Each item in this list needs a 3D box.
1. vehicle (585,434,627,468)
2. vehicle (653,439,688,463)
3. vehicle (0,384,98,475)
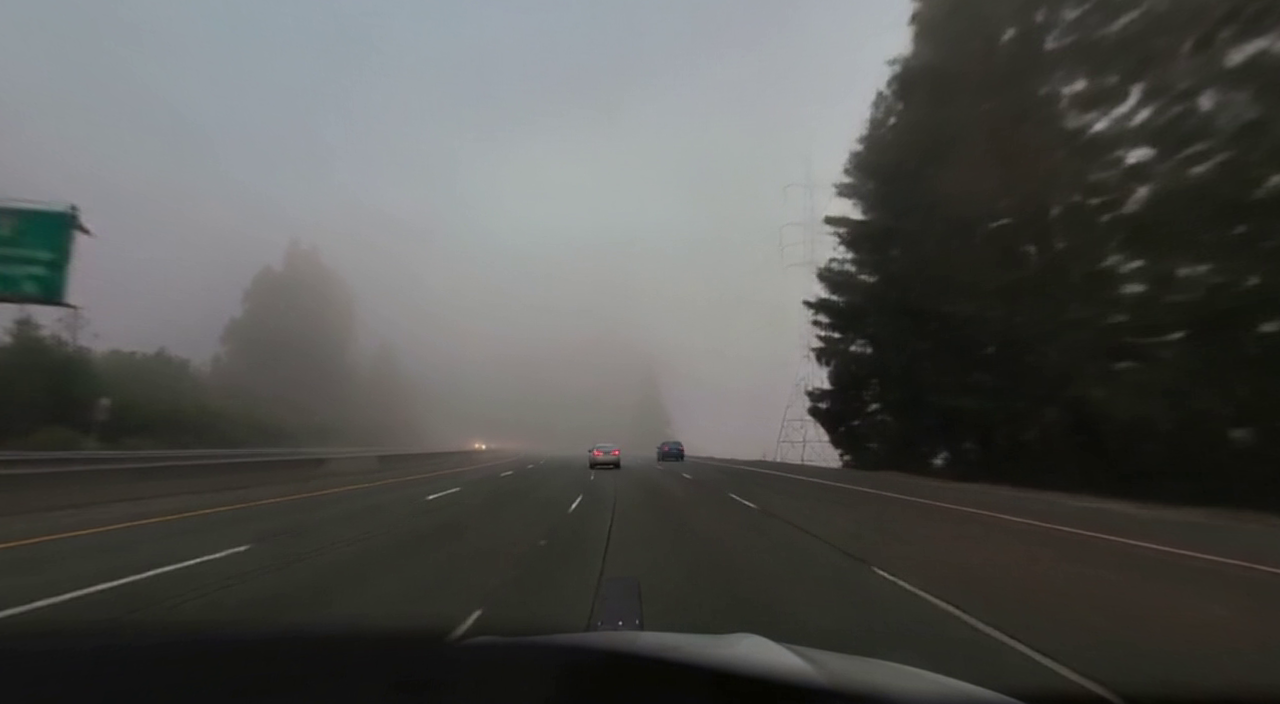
[{"bbox_3d":[-1.852,5.382,34.397,2.188,1.714,3.921,0,-8,-3],"label":"vehicle"},{"bbox_3d":[1.931,6.498,41.500,1.789,1.503,3.897,1,-8,-5],"label":"vehicle"},{"bbox_3d":[-26.210,3.342,26.945,2.513,3.577,4.197,1,-9,-8],"label":"vehicle"}]
